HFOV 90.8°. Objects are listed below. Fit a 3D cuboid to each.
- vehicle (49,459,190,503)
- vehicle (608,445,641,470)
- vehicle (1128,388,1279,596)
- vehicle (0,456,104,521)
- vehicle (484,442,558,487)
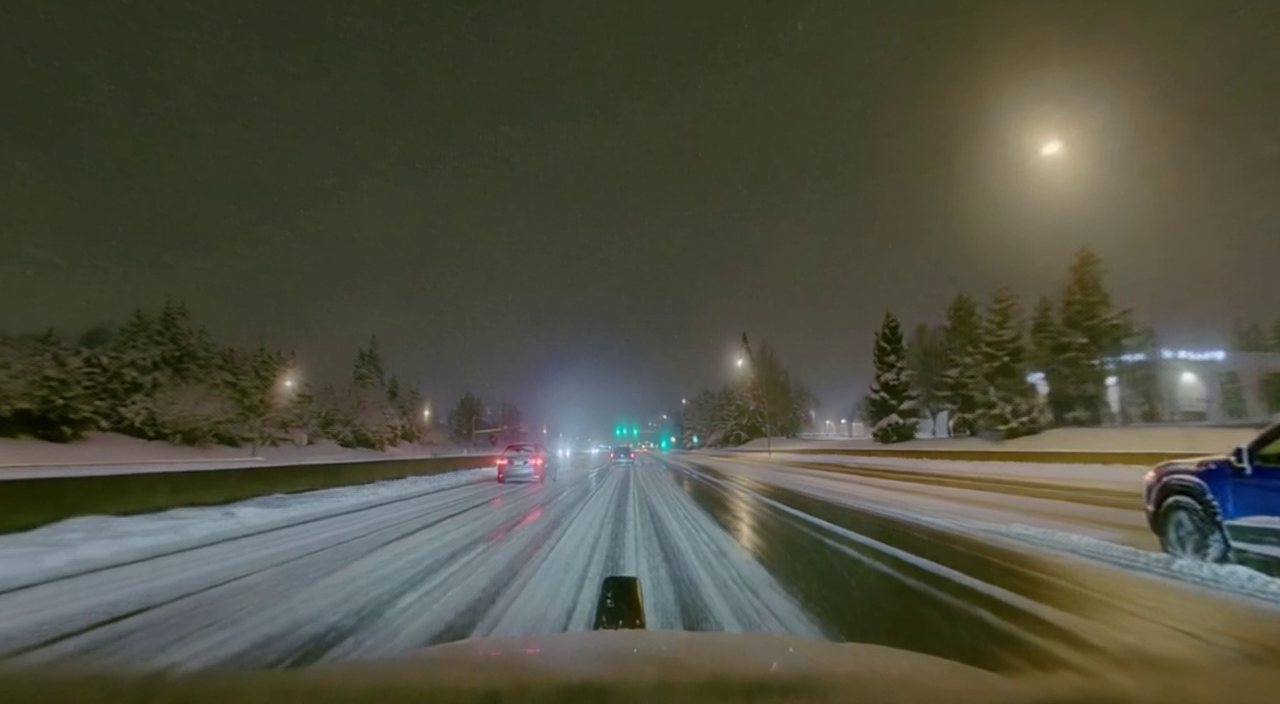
[{"bbox_3d":[-21.403,5.287,26.279,2.025,1.513,4.513,0,-9,0],"label":"vehicle"},{"bbox_3d":[-1.007,6.703,40.192,1.997,1.485,4.094,0,-9,-1],"label":"vehicle"},{"bbox_3d":[6.623,1.108,4.772,2.028,1.801,4.741,0,-9,0],"label":"vehicle"},{"bbox_3d":[-17.667,3.716,17.391,2.089,1.621,4.267,0,-9,-1],"label":"vehicle"},{"bbox_3d":[-4.281,4.116,23.438,1.886,1.465,4.625,0,-9,0],"label":"vehicle"}]
